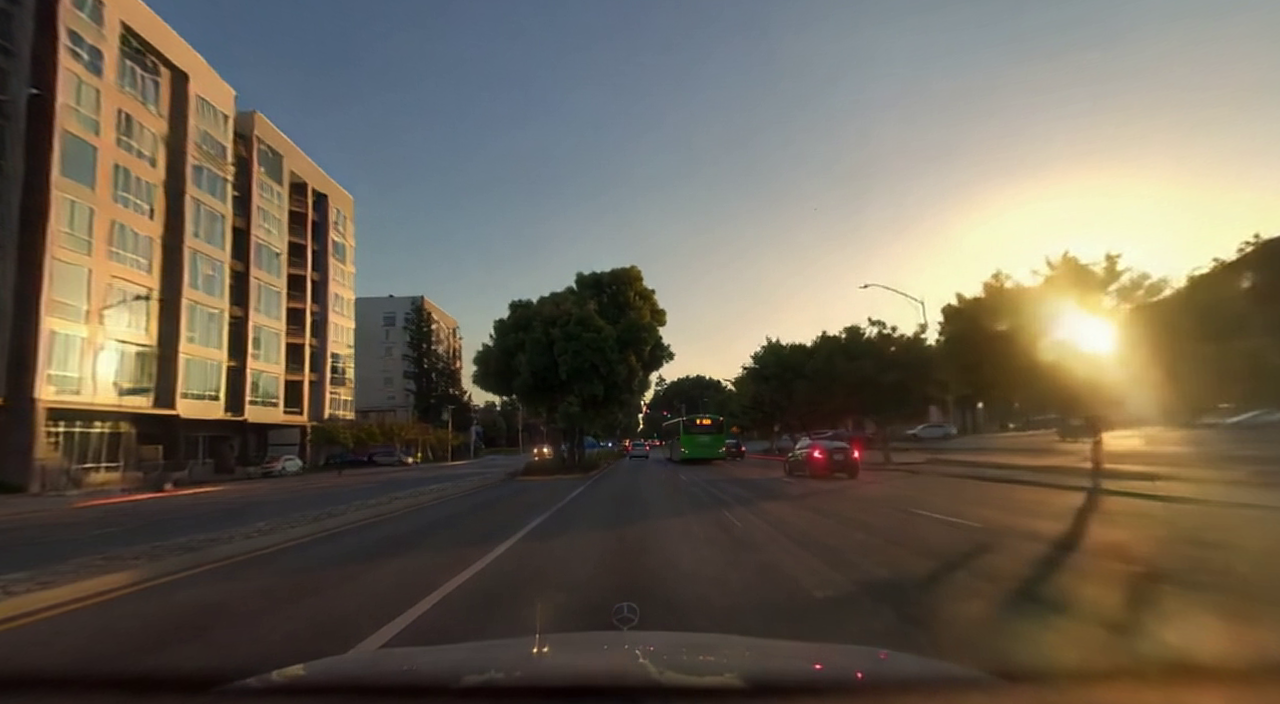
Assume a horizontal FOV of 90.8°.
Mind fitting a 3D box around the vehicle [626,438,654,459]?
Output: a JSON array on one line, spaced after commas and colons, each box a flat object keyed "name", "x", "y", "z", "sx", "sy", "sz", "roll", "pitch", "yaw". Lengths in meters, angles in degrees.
[{"name": "vehicle", "x": -0.008, "y": 7.569, "z": 49.502, "sx": 2.145, "sy": 1.572, "sz": 4.021, "roll": 0, "pitch": -9, "yaw": 0}]

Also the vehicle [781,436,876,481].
[{"name": "vehicle", "x": 6.706, "y": 3.838, "z": 22.997, "sx": 1.992, "sy": 1.447, "sz": 4.414, "roll": 0, "pitch": -9, "yaw": -1}]

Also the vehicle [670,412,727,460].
[{"name": "vehicle", "x": 4.380, "y": 6.662, "z": 49.525, "sx": 2.760, "sy": 3.325, "sz": 9.045, "roll": 1, "pitch": -9, "yaw": -6}]
